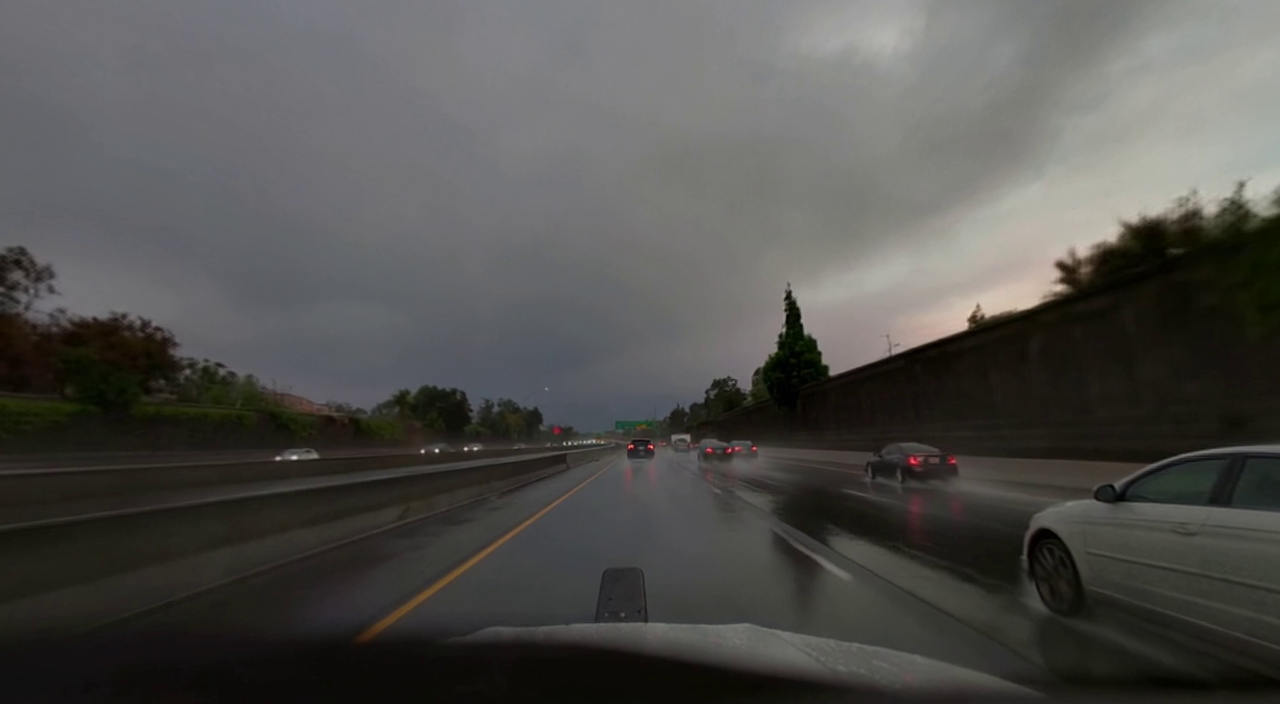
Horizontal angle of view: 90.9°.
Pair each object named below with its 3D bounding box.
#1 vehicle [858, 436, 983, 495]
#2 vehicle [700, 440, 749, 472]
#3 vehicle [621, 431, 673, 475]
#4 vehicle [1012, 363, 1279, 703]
[{"bbox_3d":[8.149,3.307,18.810,1.810,1.516,4.183,0,-8,0],"label":"vehicle"},{"bbox_3d":[4.211,5.234,31.983,1.825,1.487,4.034,0,-8,-1],"label":"vehicle"},{"bbox_3d":[0.279,4.535,28.524,2.189,1.852,4.038,0,-8,0],"label":"vehicle"},{"bbox_3d":[3.780,0.841,2.474,2.003,1.661,4.418,-1,-8,2],"label":"vehicle"}]
